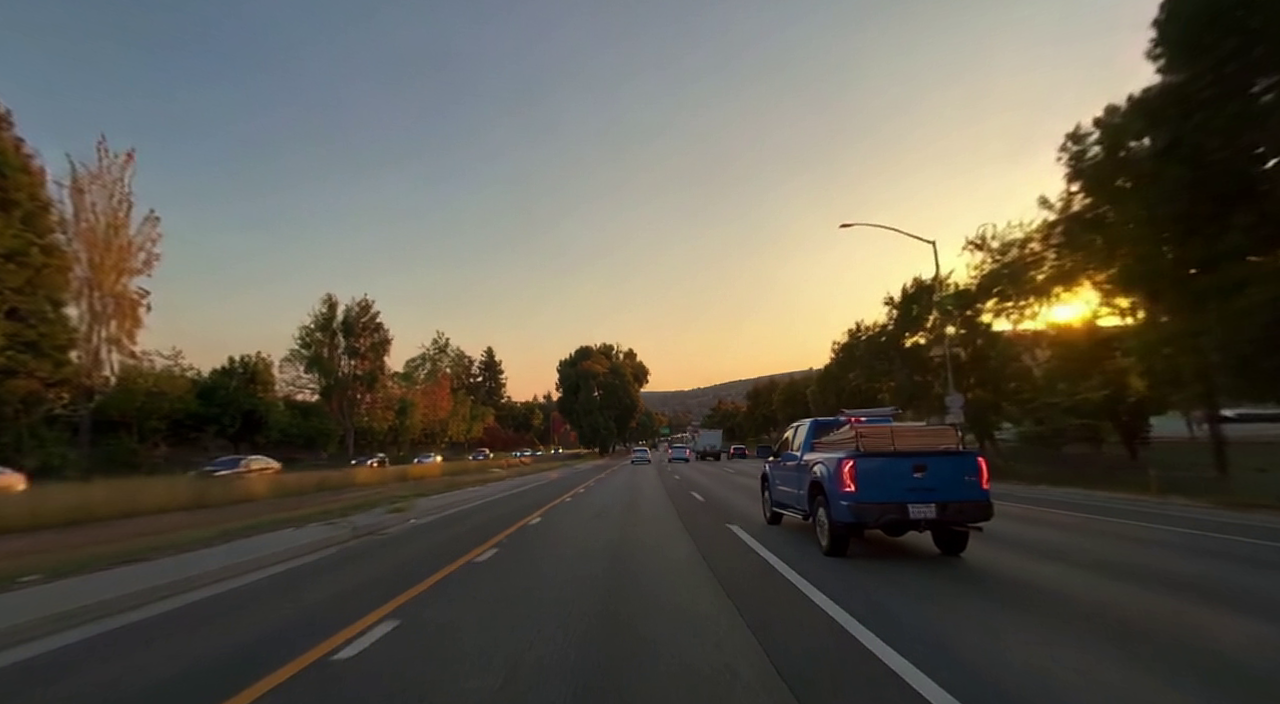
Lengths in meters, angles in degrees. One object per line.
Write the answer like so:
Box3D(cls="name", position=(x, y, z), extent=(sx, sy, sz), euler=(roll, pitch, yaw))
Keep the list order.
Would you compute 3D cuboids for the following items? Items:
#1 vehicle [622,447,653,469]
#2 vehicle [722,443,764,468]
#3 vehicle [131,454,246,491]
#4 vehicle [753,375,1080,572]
Box3D(cls="vehicle", position=(-0.118, 7.228, 43.152), extent=(2.030, 1.473, 3.926), euler=(0, -9, 0))
Box3D(cls="vehicle", position=(7.209, 7.299, 44.567), extent=(2.189, 1.704, 4.521), euler=(0, -9, 0))
Box3D(cls="vehicle", position=(-21.262, 5.666, 29.933), extent=(1.884, 1.533, 4.698), euler=(0, -9, 1))
Box3D(cls="vehicle", position=(3.432, 1.703, 9.524), extent=(2.354, 2.079, 5.586), euler=(0, -9, 0))
